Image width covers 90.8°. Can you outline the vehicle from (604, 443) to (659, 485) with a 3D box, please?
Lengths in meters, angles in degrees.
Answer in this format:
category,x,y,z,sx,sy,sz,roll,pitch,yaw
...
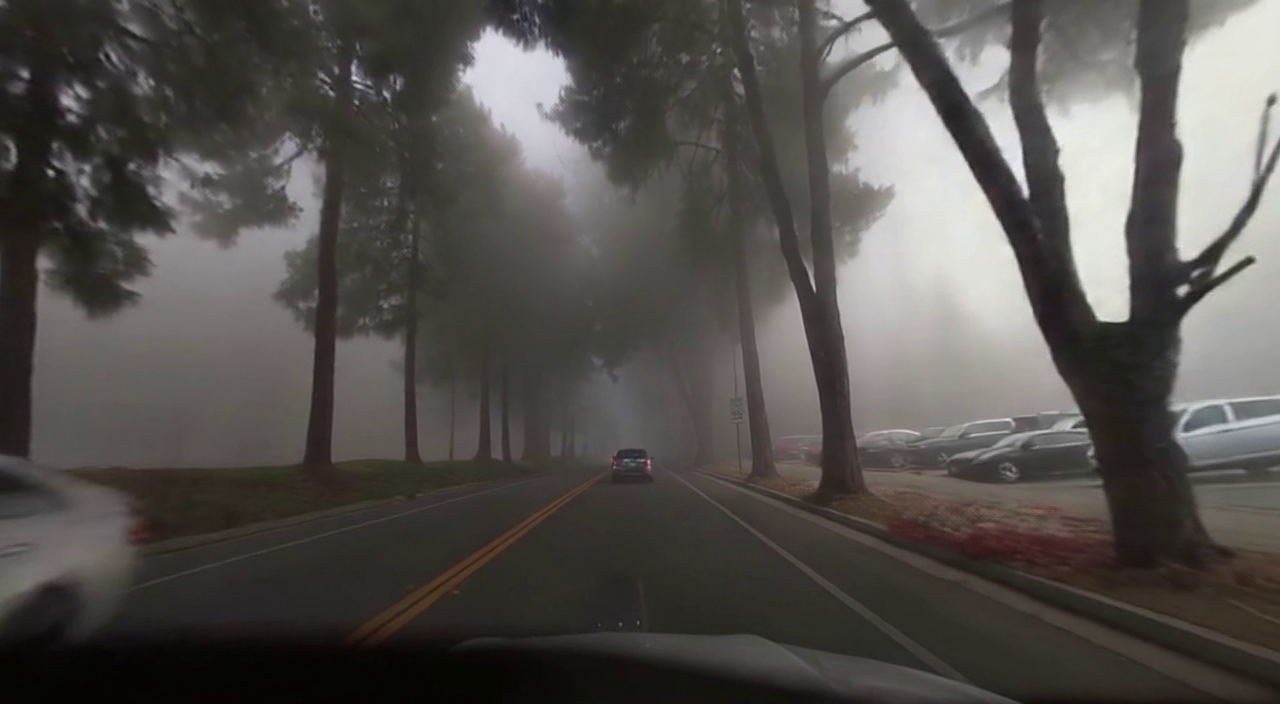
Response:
category,x,y,z,sx,sy,sz,roll,pitch,yaw
vehicle,-0.285,4.676,26.702,2.152,1.574,4.223,-1,-8,1

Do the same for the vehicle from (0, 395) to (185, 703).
category,x,y,z,sx,sy,sz,roll,pitch,yaw
vehicle,-4.266,0.991,2.472,2.078,1.720,3.822,-1,-8,0
